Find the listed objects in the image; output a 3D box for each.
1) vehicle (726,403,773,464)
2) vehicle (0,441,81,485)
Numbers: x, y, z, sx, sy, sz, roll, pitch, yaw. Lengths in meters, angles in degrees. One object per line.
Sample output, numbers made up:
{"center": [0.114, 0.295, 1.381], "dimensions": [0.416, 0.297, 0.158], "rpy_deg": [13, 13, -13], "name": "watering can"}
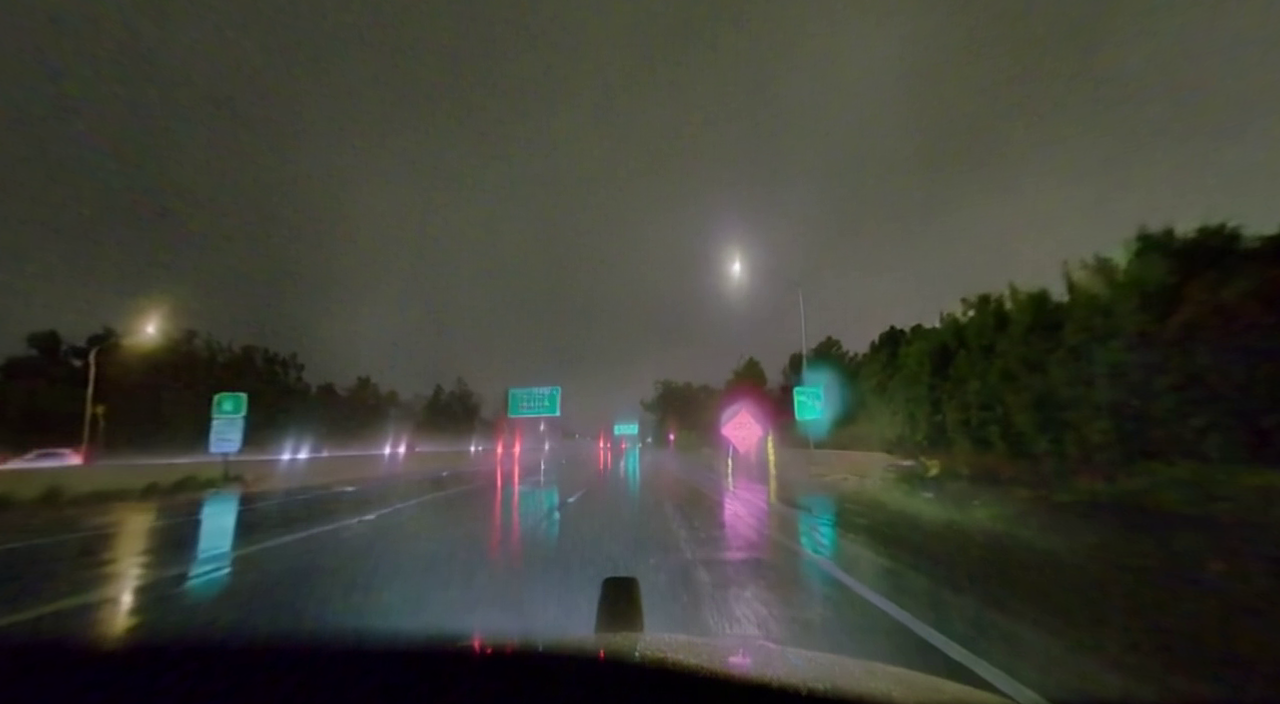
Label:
{"center": [6.677, 5.029, 38.828], "dimensions": [2.397, 3.584, 2.509], "rpy_deg": [0, -8, 1], "name": "vehicle"}
{"center": [-28.440, 4.910, 28.073], "dimensions": [2.264, 1.879, 5.322], "rpy_deg": [0, -8, -1], "name": "vehicle"}
